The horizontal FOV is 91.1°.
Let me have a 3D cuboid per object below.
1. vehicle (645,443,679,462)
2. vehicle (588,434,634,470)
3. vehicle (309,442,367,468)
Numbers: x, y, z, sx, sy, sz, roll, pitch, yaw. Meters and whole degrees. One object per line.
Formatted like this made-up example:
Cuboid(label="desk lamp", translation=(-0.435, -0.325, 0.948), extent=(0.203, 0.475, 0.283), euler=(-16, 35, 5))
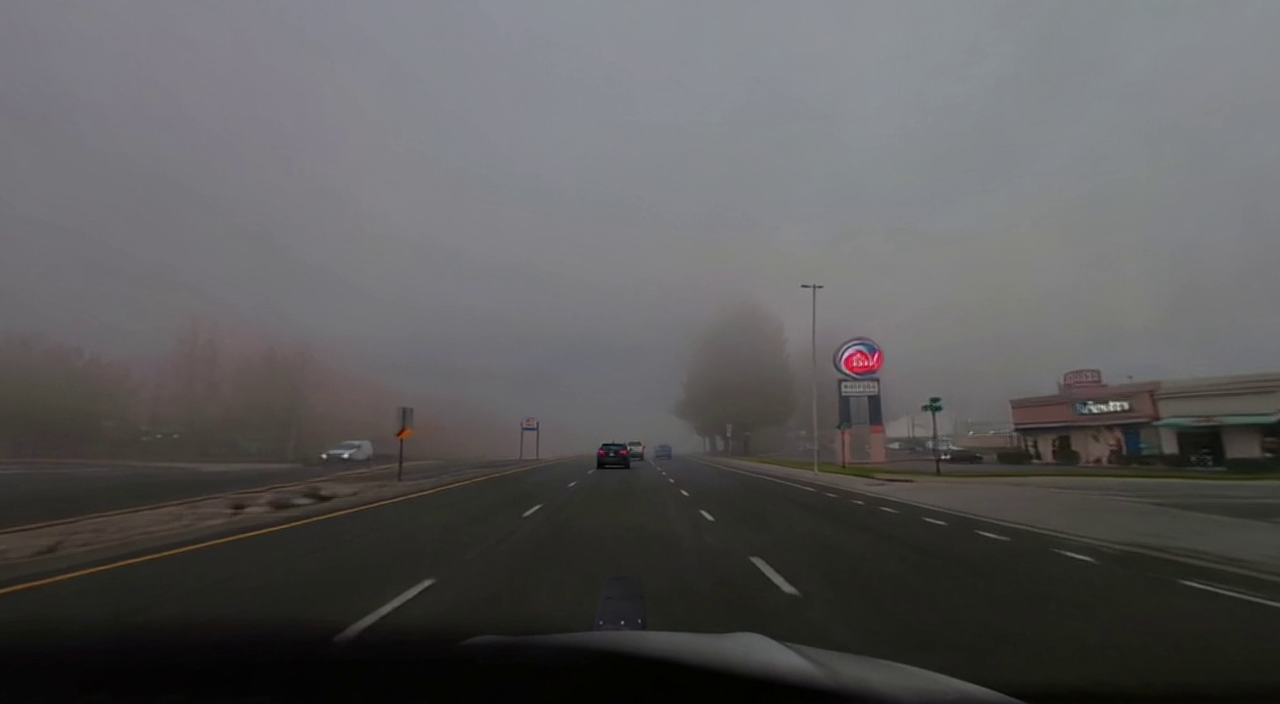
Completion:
Cuboid(label="vehicle", translation=(1.684, 7.948, 49.758), extent=(2.113, 1.446, 4.309), euler=(1, -8, -5))
Cuboid(label="vehicle", translation=(-1.570, 5.766, 36.340), extent=(2.222, 1.899, 5.006), euler=(0, -8, 2))
Cuboid(label="vehicle", translation=(-21.791, 7.444, 45.502), extent=(2.039, 1.730, 4.559), euler=(0, -8, -1))
